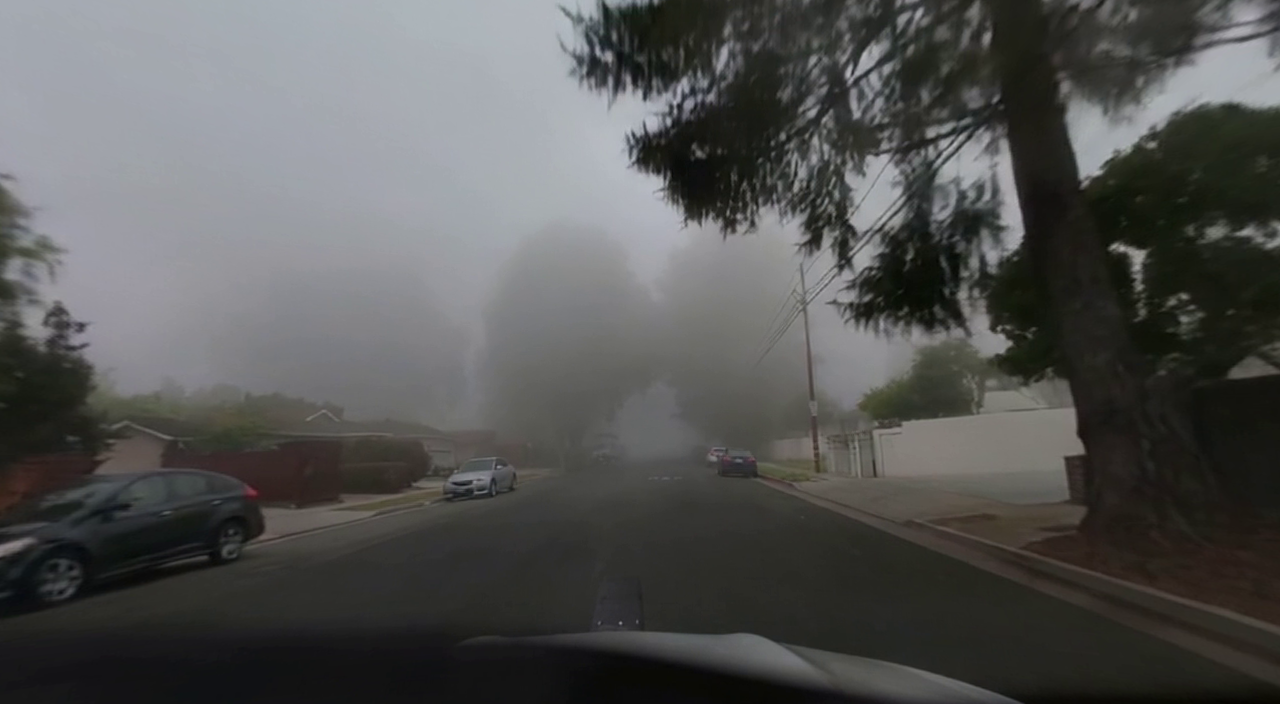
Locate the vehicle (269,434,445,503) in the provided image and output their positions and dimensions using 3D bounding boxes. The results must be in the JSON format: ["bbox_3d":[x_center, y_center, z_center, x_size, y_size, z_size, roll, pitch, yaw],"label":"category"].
[{"bbox_3d":[-10.422,4.312,24.114,2.416,2.211,6.384,-3,-9,17],"label":"vehicle"}]

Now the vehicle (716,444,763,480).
[{"bbox_3d":[4.543,5.062,29.378,1.903,1.500,4.057,-1,-8,5],"label":"vehicle"}]

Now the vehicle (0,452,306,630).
[{"bbox_3d":[-6.756,2.201,8.319,2.061,1.466,4.660,-4,-7,3],"label":"vehicle"}]

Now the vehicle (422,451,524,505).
[{"bbox_3d":[-5.875,4.468,22.883,2.062,1.500,4.629,-4,-8,5],"label":"vehicle"}]
